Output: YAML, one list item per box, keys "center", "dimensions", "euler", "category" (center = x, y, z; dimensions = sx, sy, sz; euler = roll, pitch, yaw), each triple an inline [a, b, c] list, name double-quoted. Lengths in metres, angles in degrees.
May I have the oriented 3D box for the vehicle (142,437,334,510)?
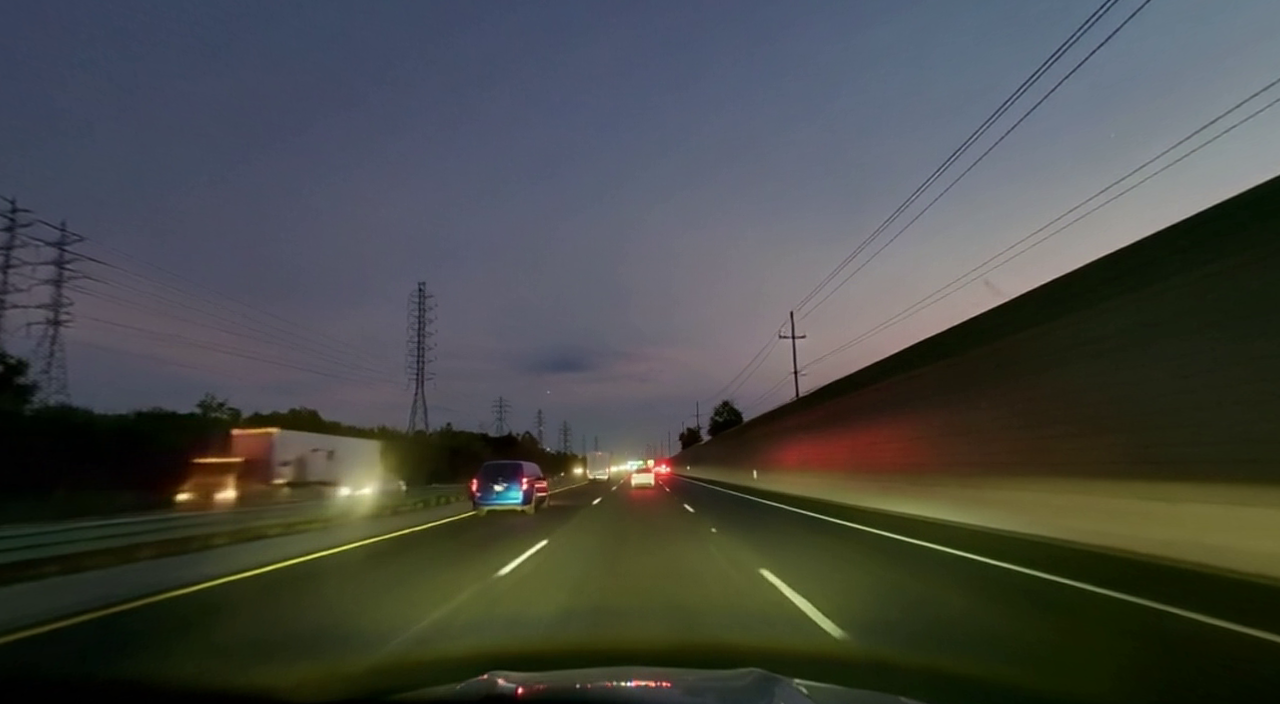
- center: [-19.420, 6.095, 31.655]
  dimensions: [3.041, 3.021, 10.124]
  euler: [1, -11, -1]
  category: "vehicle"

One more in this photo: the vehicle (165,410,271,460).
- center: [-19.422, 3.916, 29.257]
  dimensions: [1.955, 1.634, 4.229]
  euler: [0, -17, -1]
  category: "vehicle"

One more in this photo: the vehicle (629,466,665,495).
- center: [0.382, 7.568, 37.271]
  dimensions: [2.006, 1.554, 3.863]
  euler: [1, -11, -1]
  category: "vehicle"

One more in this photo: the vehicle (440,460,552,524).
- center: [-3.834, 3.863, 17.715]
  dimensions: [2.023, 1.541, 4.543]
  euler: [0, -11, 1]
  category: "vehicle"
